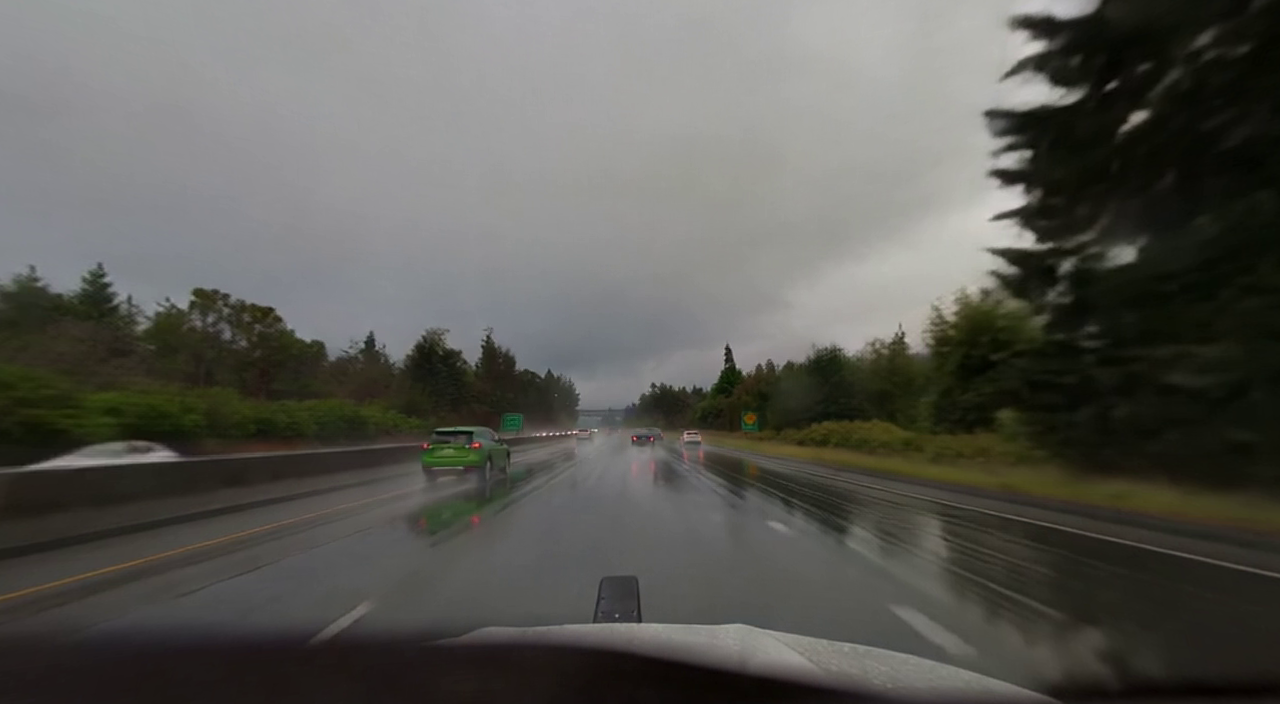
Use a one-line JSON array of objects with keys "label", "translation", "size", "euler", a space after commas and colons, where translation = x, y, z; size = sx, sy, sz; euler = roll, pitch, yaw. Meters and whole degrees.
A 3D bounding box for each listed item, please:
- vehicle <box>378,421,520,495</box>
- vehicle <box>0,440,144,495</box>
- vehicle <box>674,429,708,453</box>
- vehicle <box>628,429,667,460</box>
[{"label": "vehicle", "translation": [-4.417, 2.510, 15.481], "size": [2.023, 1.512, 4.804], "euler": [0, -7, 0]}, {"label": "vehicle", "translation": [-17.207, 3.384, 18.857], "size": [1.747, 1.428, 3.719], "euler": [0, -7, -1]}, {"label": "vehicle", "translation": [3.399, 6.022, 42.755], "size": [1.841, 1.491, 3.869], "euler": [0, -7, -2]}, {"label": "vehicle", "translation": [0.367, 4.588, 31.517], "size": [1.869, 1.466, 3.356], "euler": [0, -7, 1]}]
